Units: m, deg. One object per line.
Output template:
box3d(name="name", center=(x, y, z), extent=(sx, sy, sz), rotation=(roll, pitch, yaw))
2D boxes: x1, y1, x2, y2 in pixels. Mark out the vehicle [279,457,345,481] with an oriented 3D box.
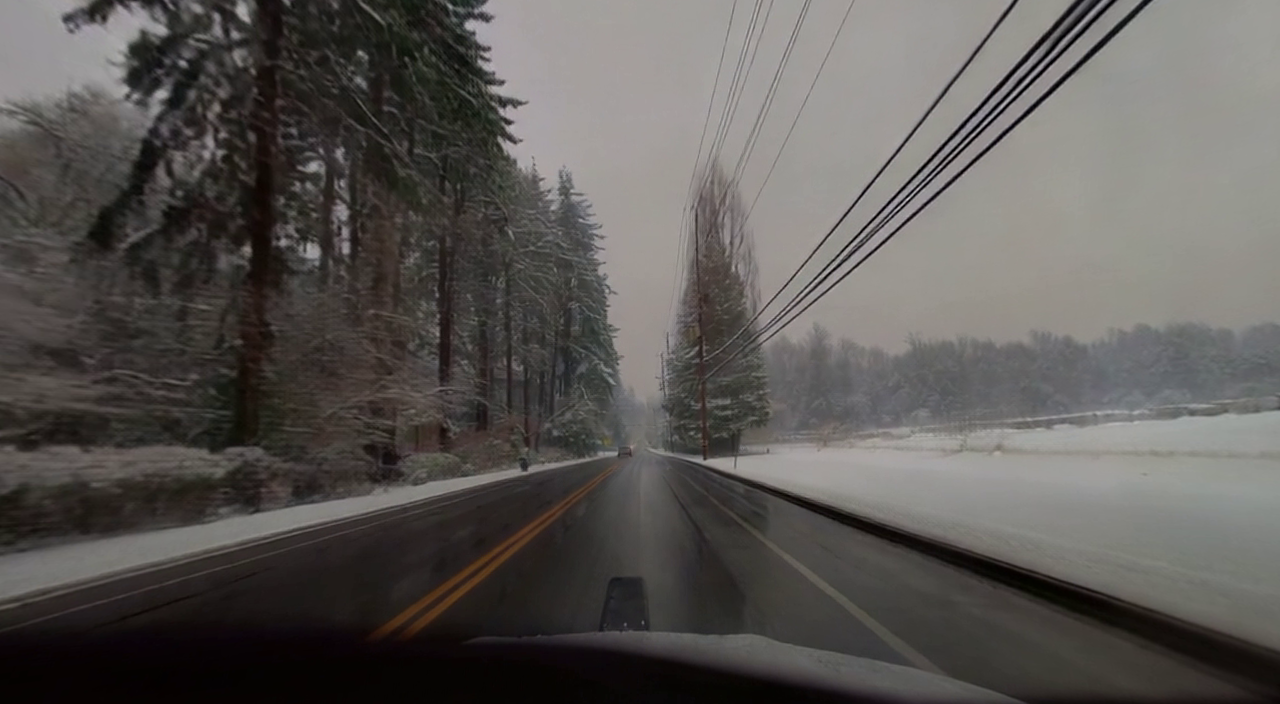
box3d(name="vehicle", center=(-21.842, 7.785, 42.223), extent=(1.949, 1.439, 4.626), rotation=(0, -8, 0))
